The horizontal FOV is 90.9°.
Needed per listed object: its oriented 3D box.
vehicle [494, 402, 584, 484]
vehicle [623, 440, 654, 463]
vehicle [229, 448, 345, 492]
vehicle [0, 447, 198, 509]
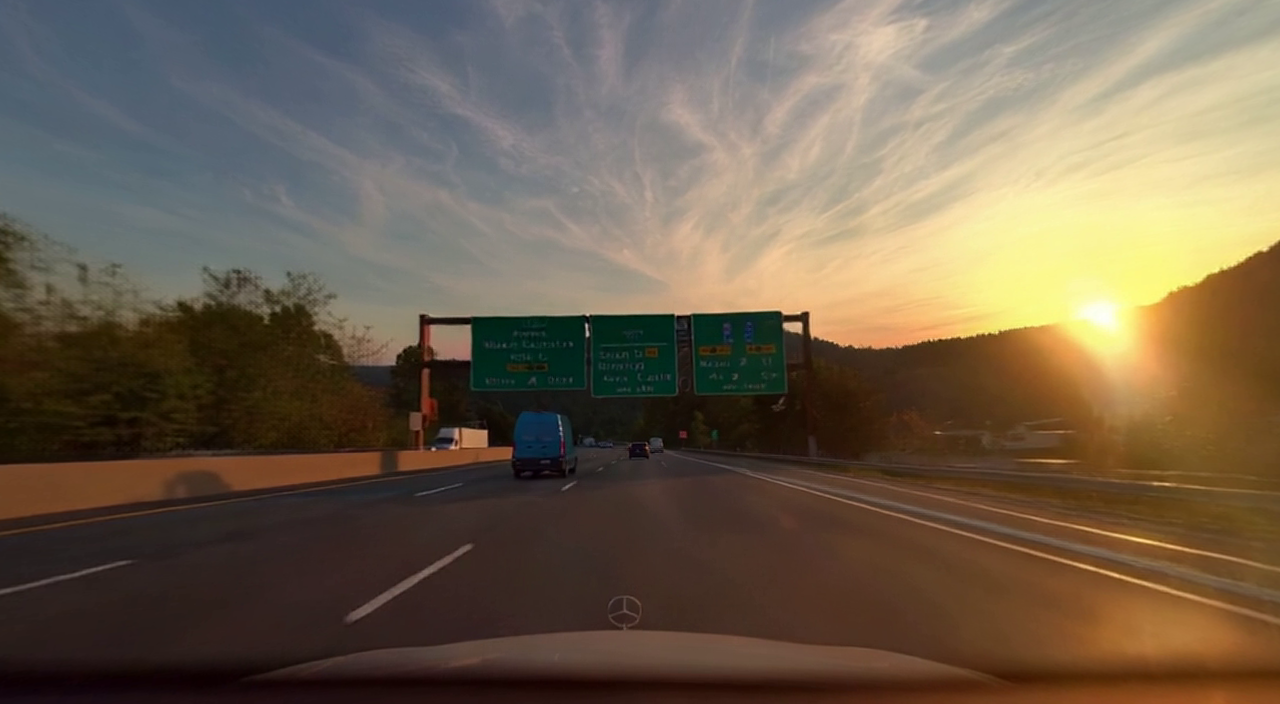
[{"bbox_3d":[-3.648,3.500,24.169,2.382,2.736,5.982,0,-9,0],"label":"vehicle"},{"bbox_3d":[-0.103,7.410,46.956,2.183,1.662,3.968,0,-9,0],"label":"vehicle"},{"bbox_3d":[-12.397,4.138,22.456,1.794,1.423,3.910,0,-9,1],"label":"vehicle"},{"bbox_3d":[-16.145,3.706,19.139,1.955,1.643,4.652,0,-9,1],"label":"vehicle"}]
